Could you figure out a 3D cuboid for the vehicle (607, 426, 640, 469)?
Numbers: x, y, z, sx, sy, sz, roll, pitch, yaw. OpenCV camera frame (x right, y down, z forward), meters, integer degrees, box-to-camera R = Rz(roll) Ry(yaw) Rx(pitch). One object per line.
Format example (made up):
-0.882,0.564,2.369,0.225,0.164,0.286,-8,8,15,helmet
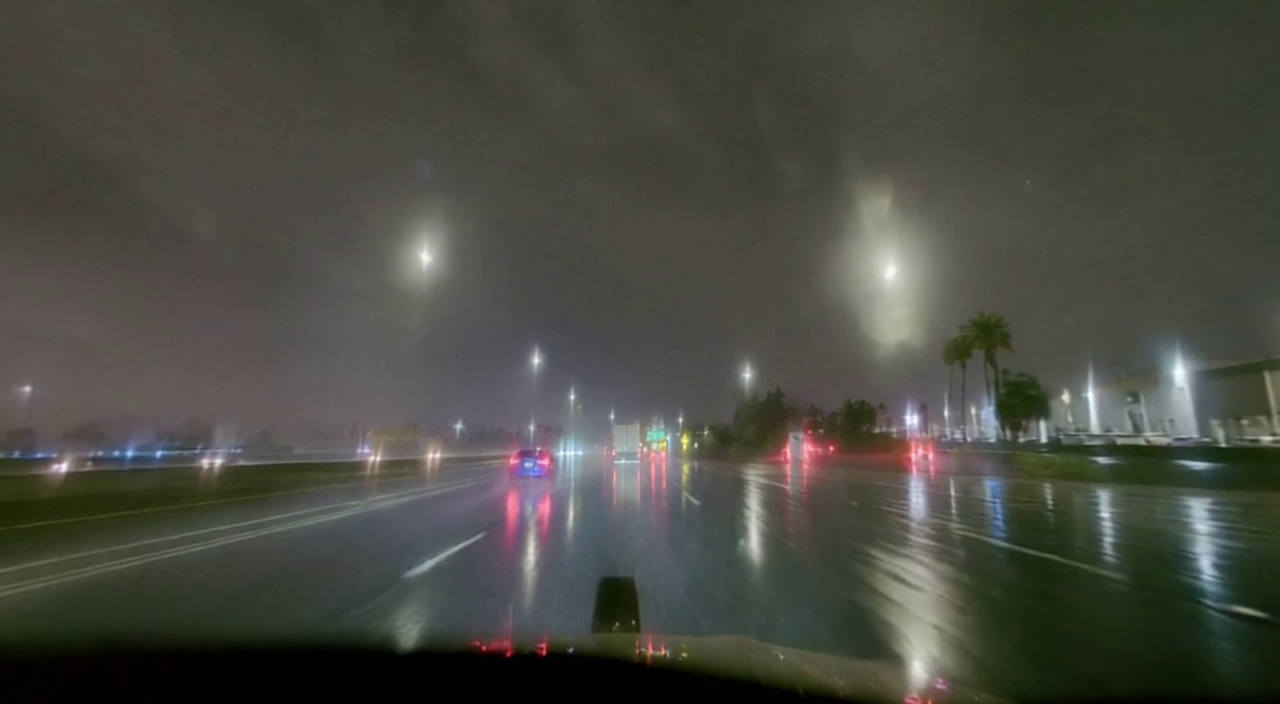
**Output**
-1.238,7.155,47.471,2.364,2.953,6.495,0,-9,-1,vehicle

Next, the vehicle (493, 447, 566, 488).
-4.239,4.471,24.904,2.097,1.447,4.291,0,-9,0,vehicle
